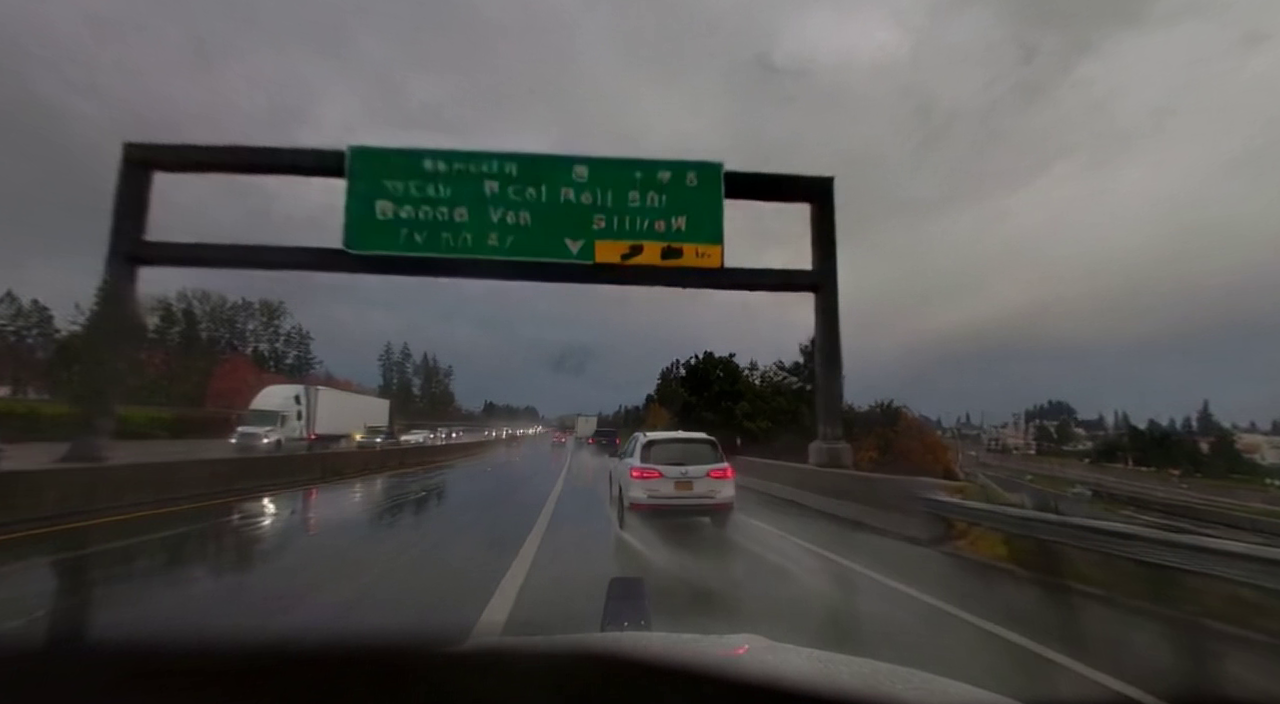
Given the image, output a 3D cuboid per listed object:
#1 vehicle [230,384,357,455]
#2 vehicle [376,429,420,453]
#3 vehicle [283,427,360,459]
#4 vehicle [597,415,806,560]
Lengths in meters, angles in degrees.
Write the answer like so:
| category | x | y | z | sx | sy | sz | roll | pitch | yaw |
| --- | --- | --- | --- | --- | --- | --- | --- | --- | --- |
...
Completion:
| category | x | y | z | sx | sy | sz | roll | pitch | yaw |
| --- | --- | --- | --- | --- | --- | --- | --- | --- | --- |
| vehicle | -21.311 | 4.426 | 39.711 | 3.032 | 3.845 | 10.740 | 1 | -8 | -7 |
| vehicle | -18.070 | 6.682 | 47.112 | 1.895 | 1.683 | 4.224 | 1 | -8 | -5 |
| vehicle | -16.135 | 4.638 | 32.152 | 1.921 | 1.507 | 4.664 | 1 | -8 | -6 |
| vehicle | 0.511 | 1.743 | 8.926 | 2.127 | 1.497 | 4.445 | 1 | -8 | -5 |
